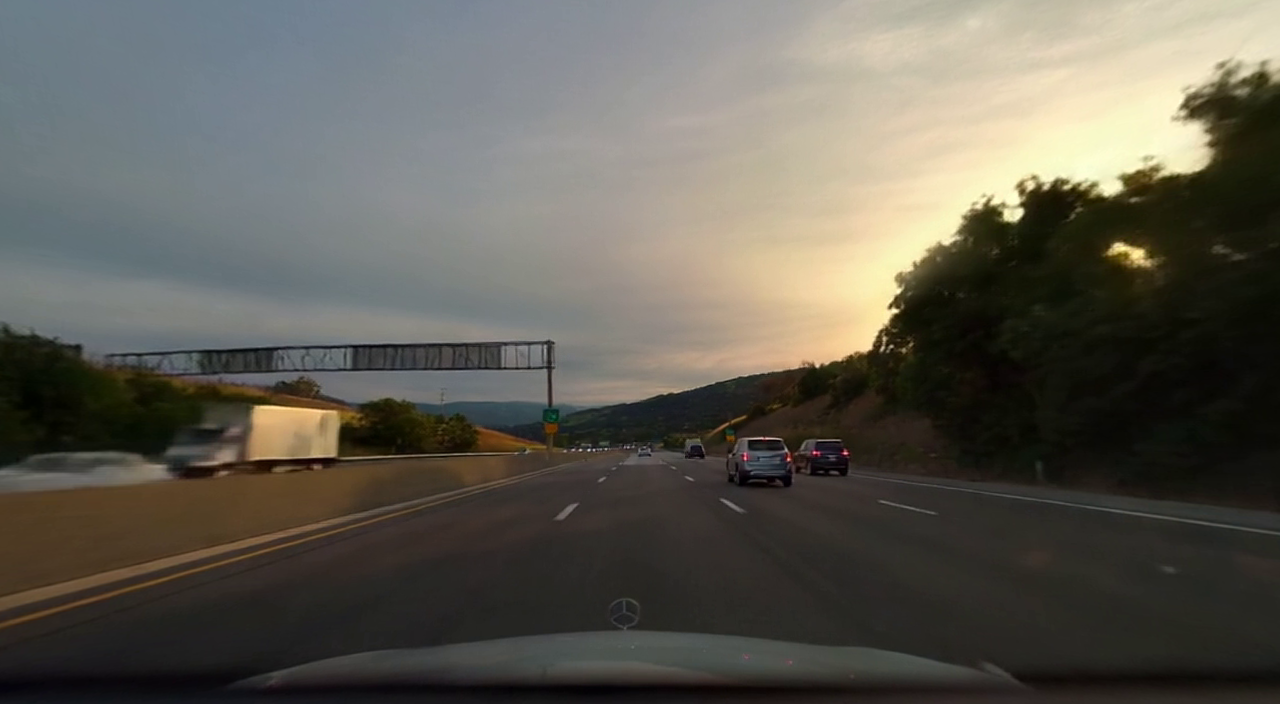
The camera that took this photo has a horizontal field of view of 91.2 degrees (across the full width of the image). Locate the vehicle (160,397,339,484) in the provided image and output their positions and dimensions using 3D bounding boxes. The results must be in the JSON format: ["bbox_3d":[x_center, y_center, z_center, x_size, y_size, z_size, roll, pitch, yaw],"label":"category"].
[{"bbox_3d":[-18.249,4.318,30.314,3.104,3.566,8.472,0,-9,0],"label":"vehicle"}]

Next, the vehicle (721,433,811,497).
[{"bbox_3d":[3.693,3.393,19.153,1.784,1.733,4.141,0,-9,-1],"label":"vehicle"}]

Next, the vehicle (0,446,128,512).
[{"bbox_3d":[-14.534,2.866,14.319,1.837,1.381,4.562,0,-9,0],"label":"vehicle"}]

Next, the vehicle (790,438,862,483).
[{"bbox_3d":[8.194,4.798,27.934,1.898,1.798,3.805,0,-9,-2],"label":"vehicle"}]
